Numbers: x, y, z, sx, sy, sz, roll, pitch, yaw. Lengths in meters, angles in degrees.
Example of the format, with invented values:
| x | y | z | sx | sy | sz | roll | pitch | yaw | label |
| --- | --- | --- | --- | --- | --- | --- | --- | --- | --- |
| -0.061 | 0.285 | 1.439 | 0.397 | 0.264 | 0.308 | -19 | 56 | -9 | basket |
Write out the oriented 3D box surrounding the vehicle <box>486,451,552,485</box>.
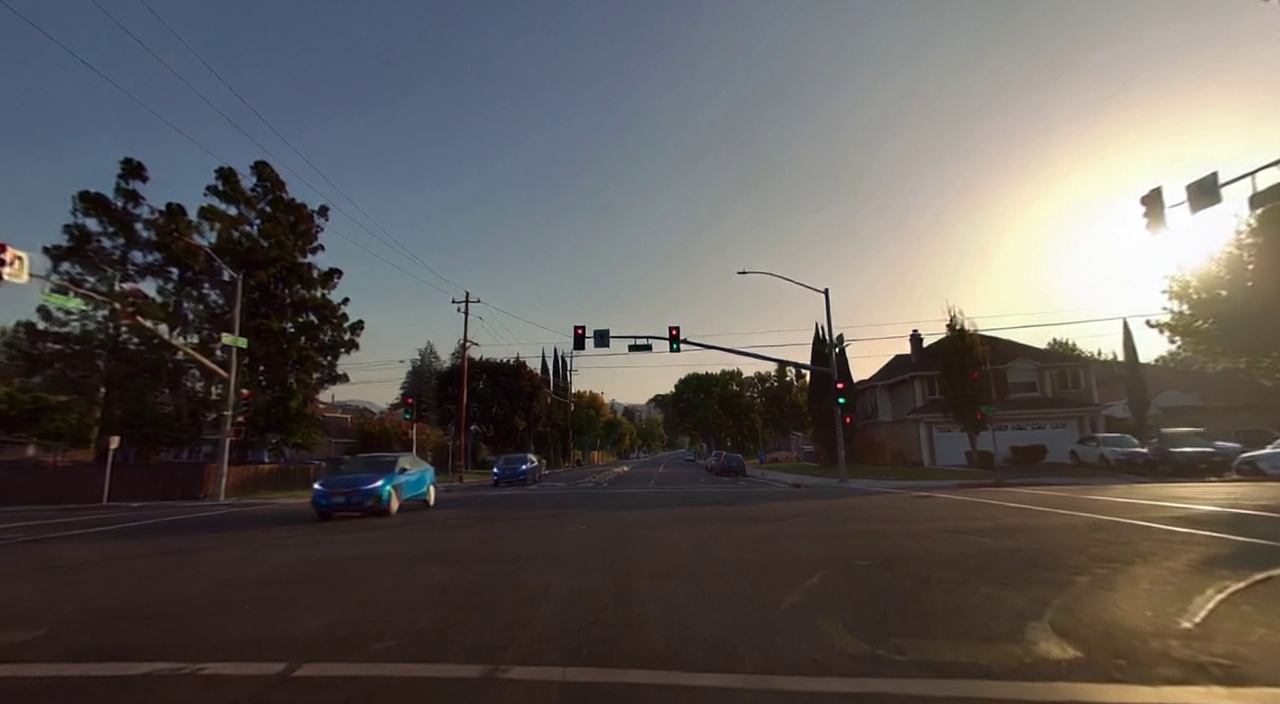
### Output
| x | y | z | sx | sy | sz | roll | pitch | yaw | label |
| --- | --- | --- | --- | --- | --- | --- | --- | --- | --- |
| -6.199 | 6.018 | 33.143 | 2.270 | 1.605 | 4.958 | 0 | -8 | 3 | vehicle |

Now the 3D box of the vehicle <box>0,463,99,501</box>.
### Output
| x | y | z | sx | sy | sz | roll | pitch | yaw | label |
| --- | --- | --- | --- | --- | --- | --- | --- | --- | --- |
| -30.197 | 6.381 | 31.266 | 2.106 | 1.586 | 5.009 | -1 | -8 | 4 | vehicle |

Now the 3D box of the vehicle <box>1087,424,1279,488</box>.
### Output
| x | y | z | sx | sy | sz | roll | pitch | yaw | label |
| --- | --- | --- | --- | --- | --- | --- | --- | --- | --- |
| 15.975 | 2.985 | 18.224 | 4.452 | 1.711 | 2.186 | 0 | -8 | 1 | vehicle |

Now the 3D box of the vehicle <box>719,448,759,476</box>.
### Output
| x | y | z | sx | sy | sz | roll | pitch | yaw | label |
| --- | --- | --- | --- | --- | --- | --- | --- | --- | --- |
| 6.088 | 6.781 | 39.257 | 1.891 | 1.611 | 4.269 | 0 | -8 | 1 | vehicle |

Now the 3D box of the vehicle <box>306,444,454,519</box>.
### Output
| x | y | z | sx | sy | sz | roll | pitch | yaw | label |
| --- | --- | --- | --- | --- | --- | --- | --- | --- | --- |
| -6.580 | 3.288 | 16.616 | 1.982 | 1.686 | 4.195 | 0 | -8 | 2 | vehicle |
